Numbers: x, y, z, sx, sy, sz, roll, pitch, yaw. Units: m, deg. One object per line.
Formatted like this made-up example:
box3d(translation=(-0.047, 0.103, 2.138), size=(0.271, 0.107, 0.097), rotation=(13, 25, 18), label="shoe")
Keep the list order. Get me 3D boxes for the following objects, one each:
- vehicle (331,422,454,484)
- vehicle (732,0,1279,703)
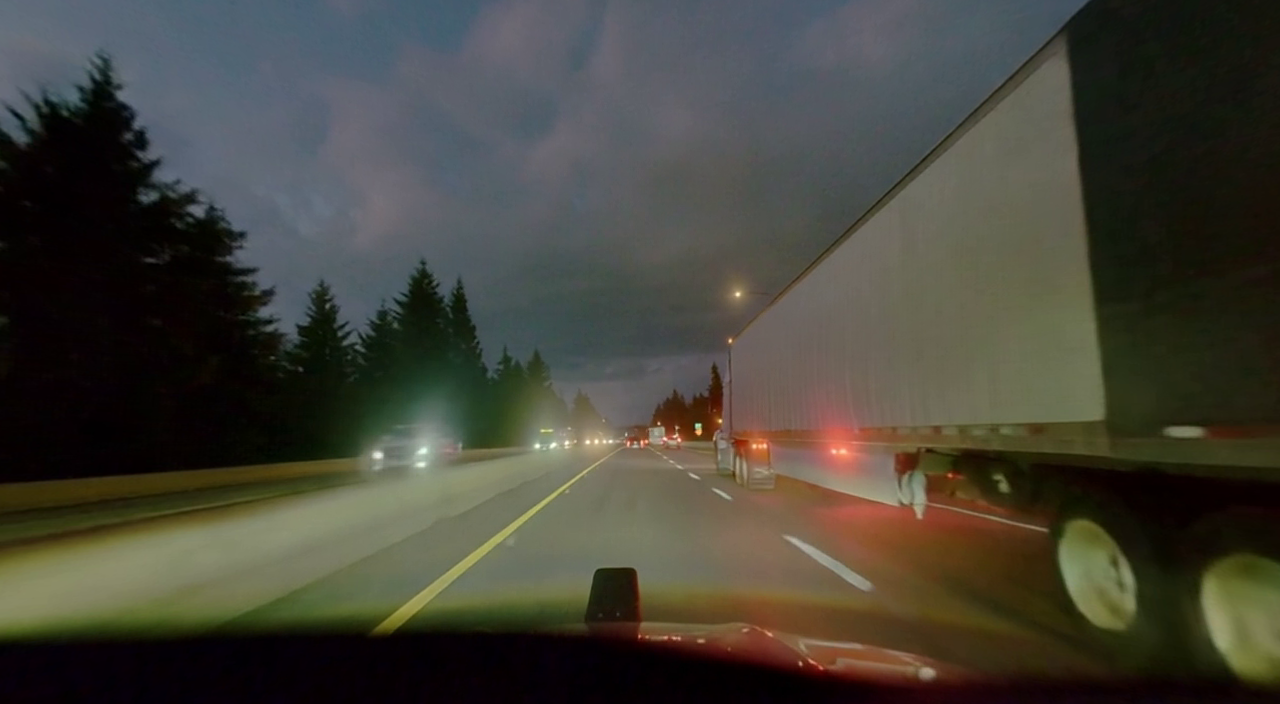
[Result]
box3d(translation=(-8.010, 3.295, 20.970), size=(2.199, 1.816, 4.724), rotation=(0, -8, -1), label="vehicle")
box3d(translation=(3.854, 0.359, 8.019), size=(3.038, 3.975, 13.887), rotation=(0, -8, -1), label="vehicle")
